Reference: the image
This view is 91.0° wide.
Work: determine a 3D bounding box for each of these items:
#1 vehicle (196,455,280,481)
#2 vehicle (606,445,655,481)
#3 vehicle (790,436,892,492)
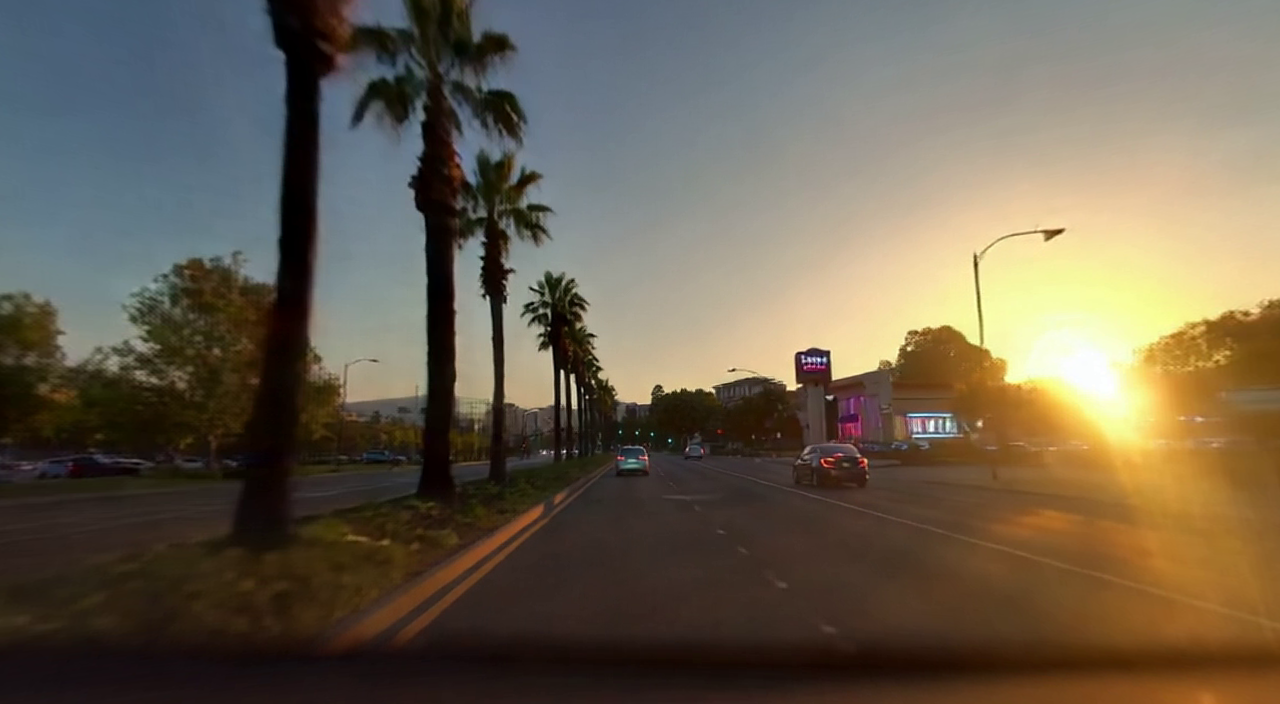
[{"bbox_3d":[-24.431,7.040,38.369,3.898,1.459,1.680,1,-8,-2],"label":"vehicle"},{"bbox_3d":[-0.405,4.733,27.113,1.970,1.402,3.756,0,-9,0],"label":"vehicle"},{"bbox_3d":[6.424,3.614,20.620,1.949,1.647,3.894,0,-9,-2],"label":"vehicle"}]
